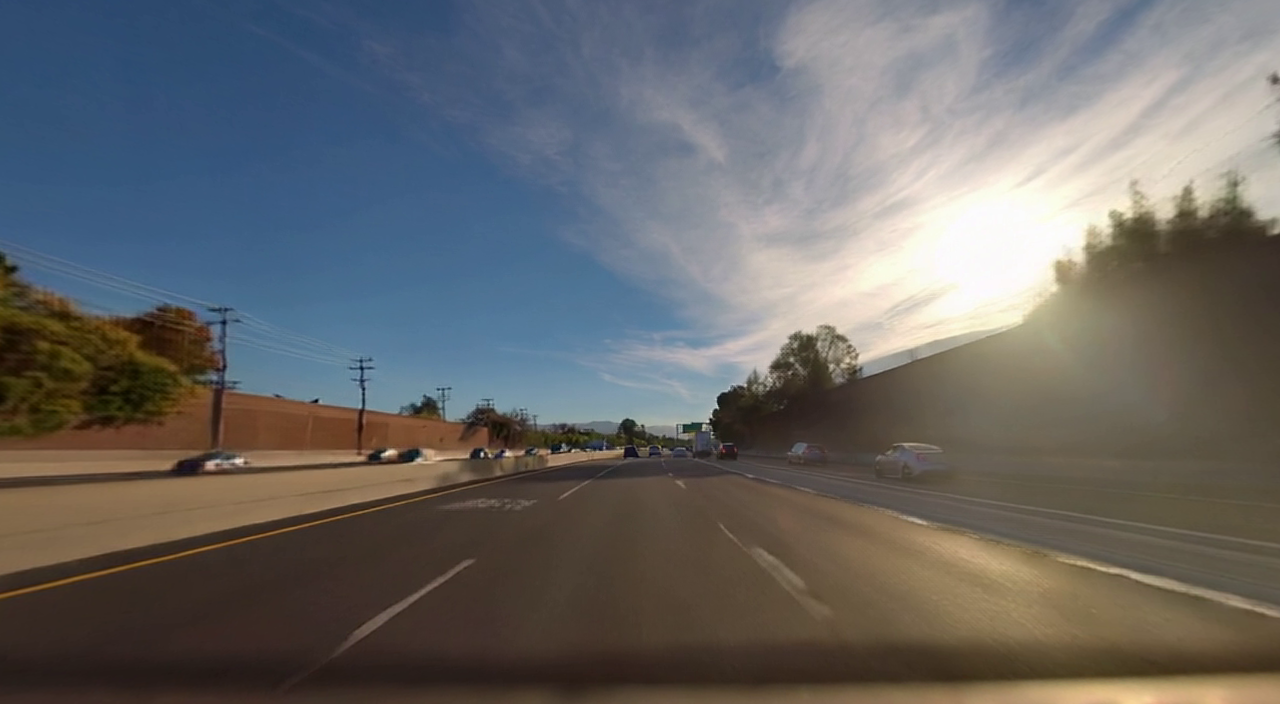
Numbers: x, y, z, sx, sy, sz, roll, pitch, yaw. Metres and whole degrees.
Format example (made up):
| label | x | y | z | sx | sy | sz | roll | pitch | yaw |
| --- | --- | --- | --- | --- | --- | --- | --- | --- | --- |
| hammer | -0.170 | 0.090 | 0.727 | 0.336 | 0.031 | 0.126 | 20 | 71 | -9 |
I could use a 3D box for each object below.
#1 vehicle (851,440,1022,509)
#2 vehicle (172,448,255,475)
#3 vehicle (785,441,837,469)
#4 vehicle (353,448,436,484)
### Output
| label | x | y | z | sx | sy | sz | roll | pitch | yaw |
| --- | --- | --- | --- | --- | --- | --- | --- | --- | --- |
| vehicle | 7.231 | 3.015 | 16.093 | 2.047 | 1.479 | 4.593 | 0 | -9 | -1 |
| vehicle | -25.573 | 6.551 | 38.087 | 1.770 | 1.452 | 4.443 | 0 | -9 | 1 |
| vehicle | 11.158 | 6.726 | 41.449 | 2.151 | 1.734 | 4.519 | 0 | -9 | 0 |
| vehicle | -10.865 | 5.062 | 28.350 | 1.908 | 1.433 | 4.394 | 0 | -9 | 1 |
